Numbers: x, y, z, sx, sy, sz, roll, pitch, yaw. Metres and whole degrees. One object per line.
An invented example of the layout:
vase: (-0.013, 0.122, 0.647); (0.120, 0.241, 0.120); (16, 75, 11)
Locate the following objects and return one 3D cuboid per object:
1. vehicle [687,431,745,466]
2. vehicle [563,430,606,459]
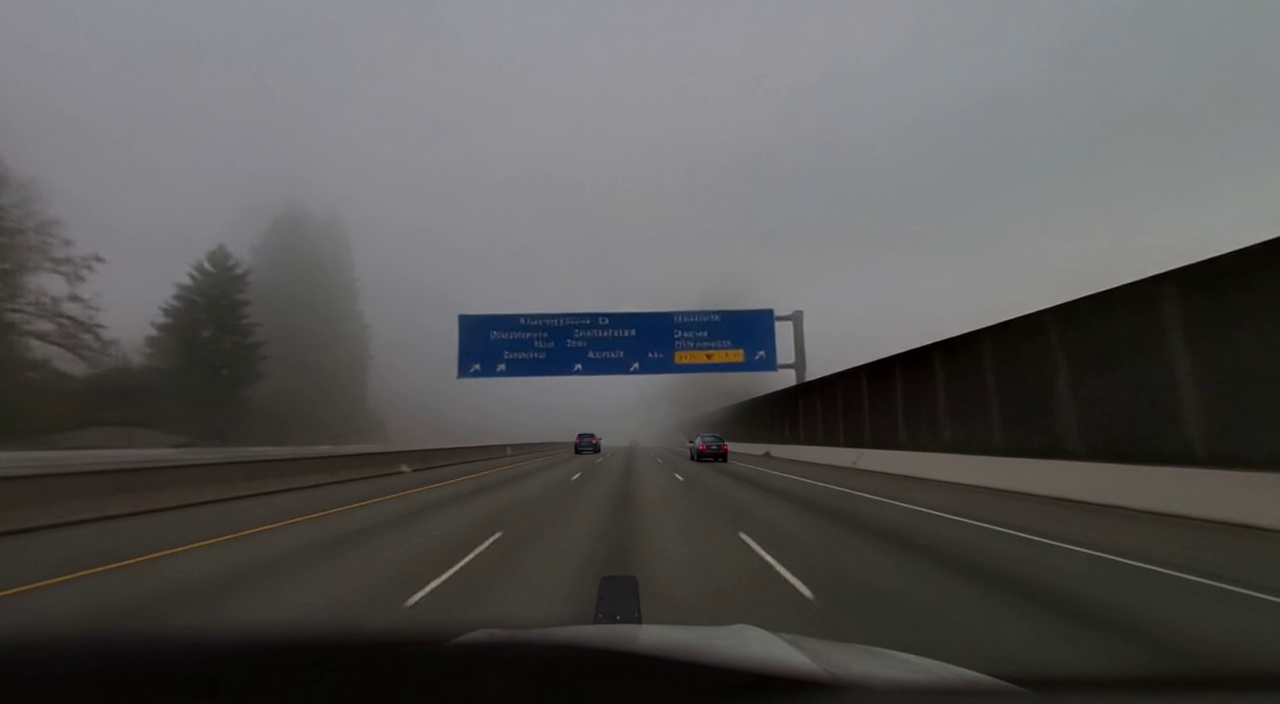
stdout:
vehicle: (3.533, 4.572, 29.964); (2.077, 1.523, 4.539); (0, -8, -2)
vehicle: (-3.383, 5.722, 39.008); (2.219, 1.660, 4.153); (0, -8, 1)
